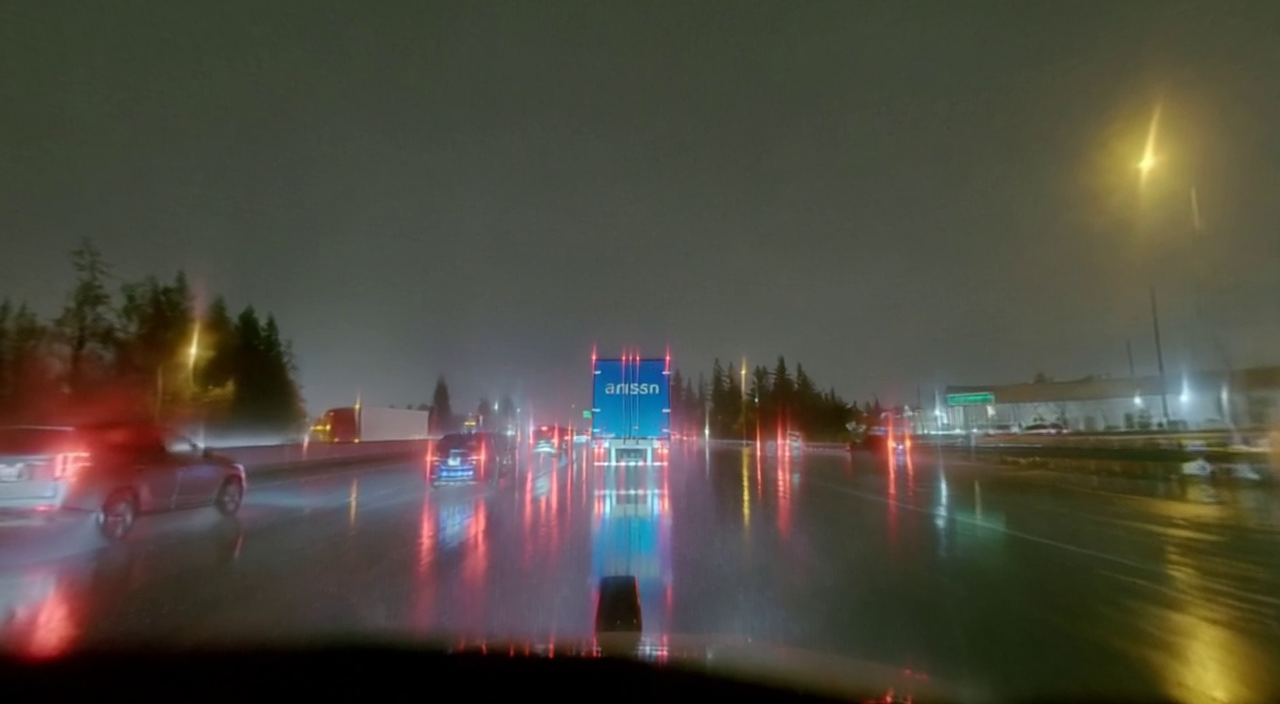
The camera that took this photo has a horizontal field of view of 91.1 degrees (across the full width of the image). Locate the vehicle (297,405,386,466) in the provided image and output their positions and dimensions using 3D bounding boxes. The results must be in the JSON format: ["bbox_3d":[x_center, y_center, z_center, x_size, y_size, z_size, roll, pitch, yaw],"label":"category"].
[{"bbox_3d":[-22.005,6.220,46.845,3.113,4.229,6.375,0,-8,3],"label":"vehicle"}]

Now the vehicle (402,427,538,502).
[{"bbox_3d":[-3.838,2.601,15.048,1.964,1.507,4.361,0,-8,1],"label":"vehicle"}]

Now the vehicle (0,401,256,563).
[{"bbox_3d":[-7.777,1.663,8.814,1.998,1.698,4.461,0,-8,-1],"label":"vehicle"}]

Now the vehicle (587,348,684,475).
[{"bbox_3d":[-0.301,2.679,26.287,3.171,4.204,11.036,0,-8,-2],"label":"vehicle"}]

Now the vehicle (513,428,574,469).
[{"bbox_3d":[-4.074,4.122,27.100,1.946,1.599,4.073,0,-8,0],"label":"vehicle"}]
